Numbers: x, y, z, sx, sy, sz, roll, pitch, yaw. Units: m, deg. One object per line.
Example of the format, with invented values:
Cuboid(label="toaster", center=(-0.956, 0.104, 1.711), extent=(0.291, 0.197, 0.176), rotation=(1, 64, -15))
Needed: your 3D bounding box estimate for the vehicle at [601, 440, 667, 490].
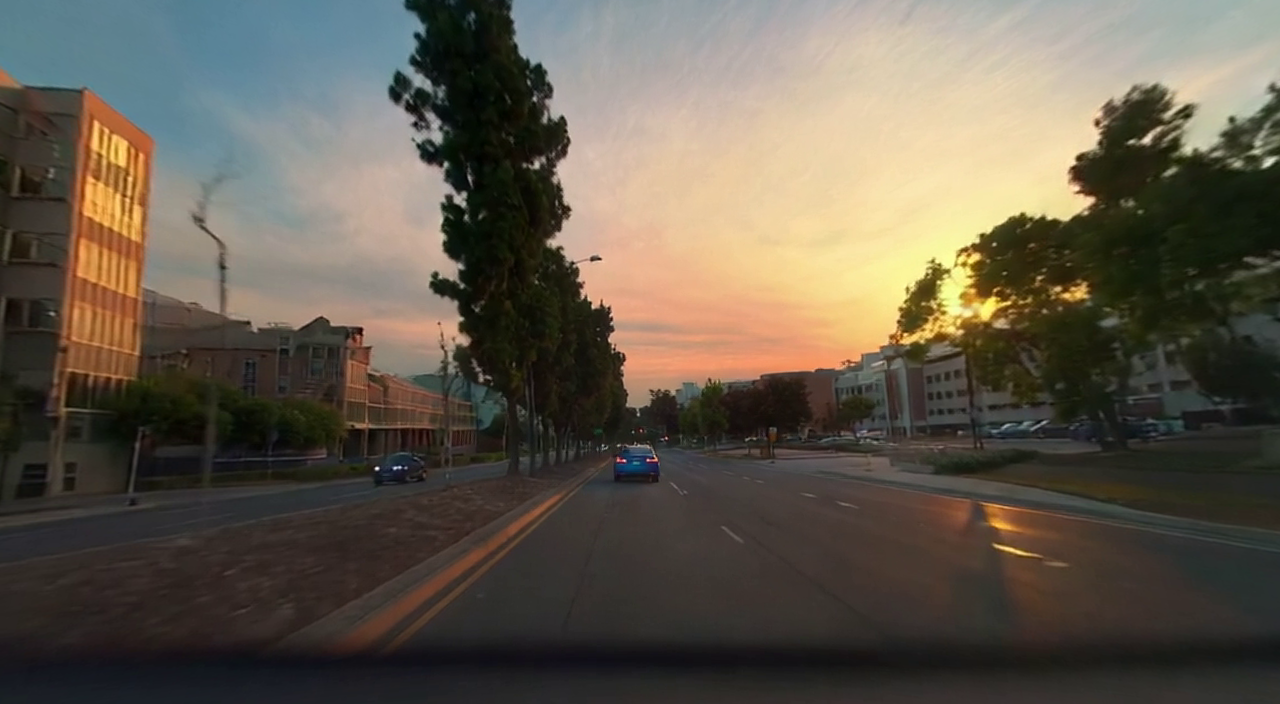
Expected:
Cuboid(label="vehicle", center=(-0.206, 3.819, 21.728), extent=(2.042, 1.479, 4.601), rotation=(0, -8, -1))

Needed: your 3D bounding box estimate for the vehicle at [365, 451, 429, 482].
Cuboid(label="vehicle", center=(-14.683, 6.916, 38.449), extent=(2.019, 1.681, 4.548), rotation=(-1, -9, 1))
